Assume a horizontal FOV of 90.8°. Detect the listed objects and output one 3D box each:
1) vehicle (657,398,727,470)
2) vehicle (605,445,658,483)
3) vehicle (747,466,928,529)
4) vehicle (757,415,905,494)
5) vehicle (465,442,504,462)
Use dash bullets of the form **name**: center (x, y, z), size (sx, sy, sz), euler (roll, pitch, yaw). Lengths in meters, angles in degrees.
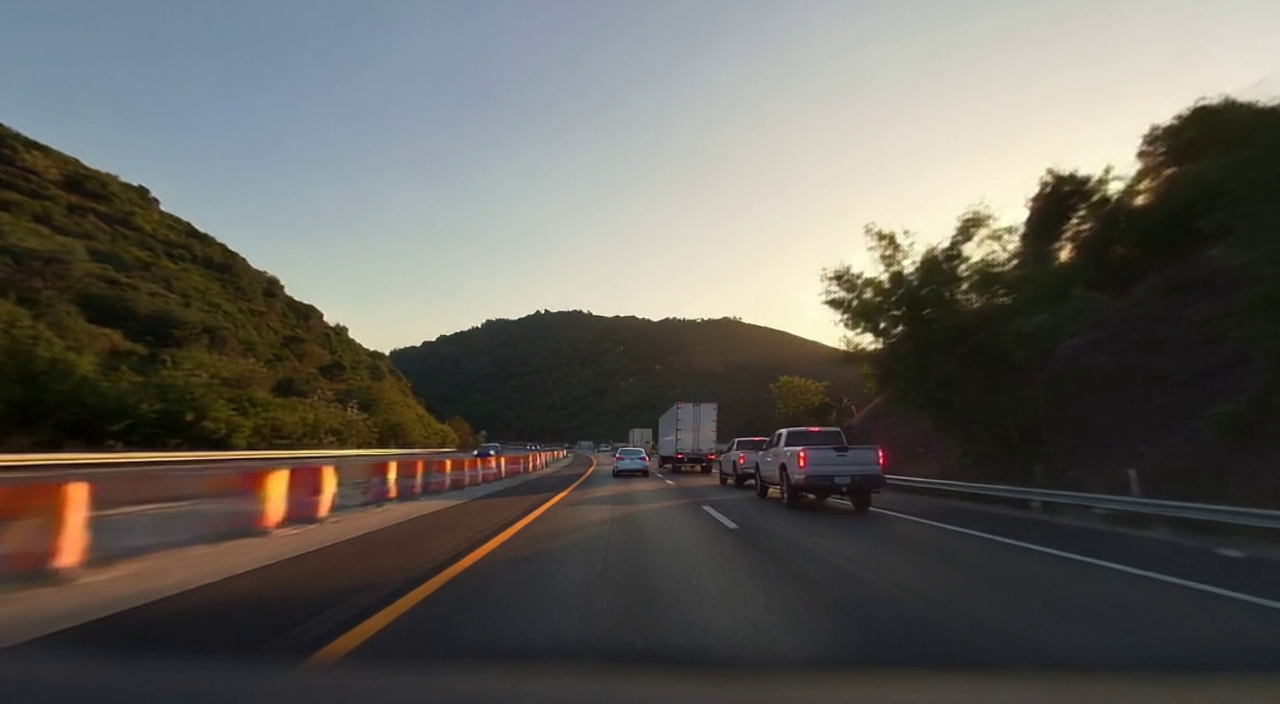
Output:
- **vehicle**: center (3.149, 5.815, 43.256), size (2.911, 4.099, 14.578), euler (0, -9, -3)
- **vehicle**: center (-0.351, 4.581, 25.991), size (2.029, 1.437, 3.794), euler (0, -9, -1)
- **vehicle**: center (3.958, 3.059, 13.883), size (2.129, 0.956, 5.390), euler (0, -9, -2)
- **vehicle**: center (4.005, 2.261, 14.048), size (1.873, 1.465, 4.264), euler (0, -9, -1)
- **vehicle**: center (-12.230, 7.885, 49.922), size (2.021, 1.499, 4.455), euler (0, -9, -1)
